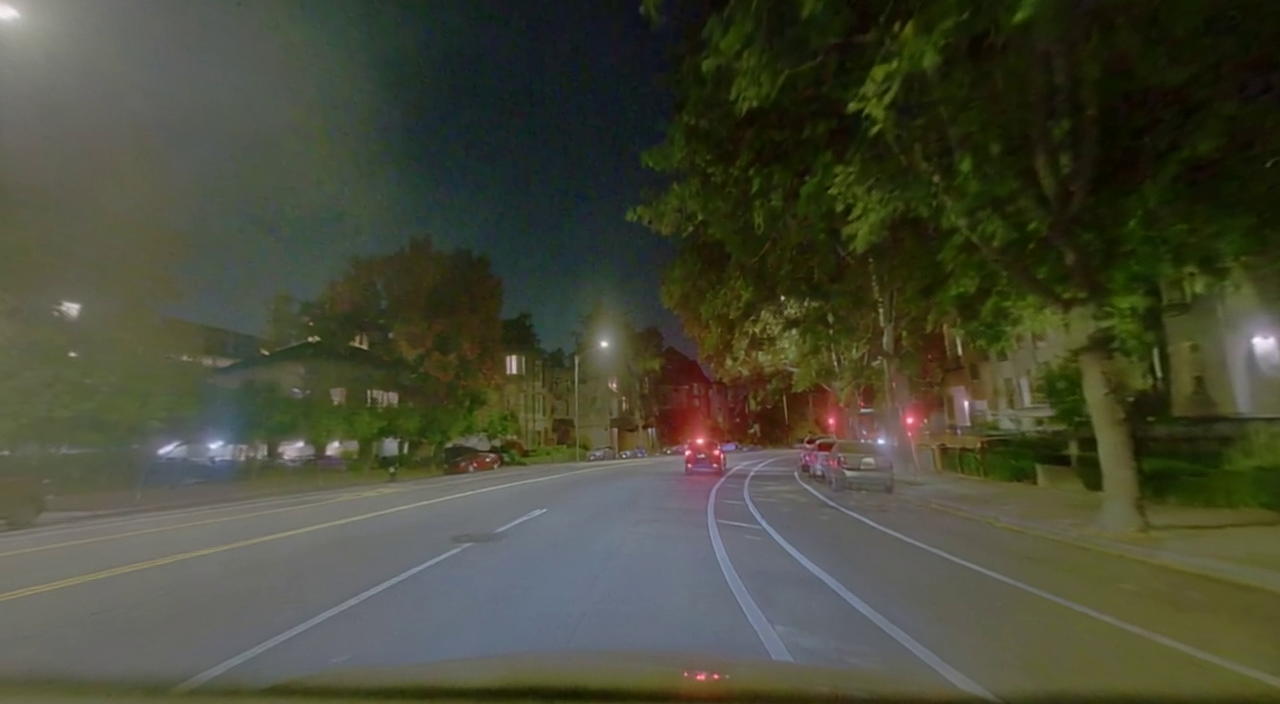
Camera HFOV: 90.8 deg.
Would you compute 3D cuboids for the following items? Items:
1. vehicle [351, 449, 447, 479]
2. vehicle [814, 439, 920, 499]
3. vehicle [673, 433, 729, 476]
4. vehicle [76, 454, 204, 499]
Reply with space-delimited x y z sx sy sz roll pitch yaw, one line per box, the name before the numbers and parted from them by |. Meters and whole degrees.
vehicle | -16.778 7.808 44.100 5.953 1.868 2.049 0 -11 10
vehicle | 6.218 3.214 17.890 1.940 1.456 4.502 -1 -9 8
vehicle | 2.682 4.323 26.850 1.852 1.680 4.488 -2 -9 12
vehicle | -23.179 5.724 29.349 4.524 1.870 2.180 -2 -9 14
